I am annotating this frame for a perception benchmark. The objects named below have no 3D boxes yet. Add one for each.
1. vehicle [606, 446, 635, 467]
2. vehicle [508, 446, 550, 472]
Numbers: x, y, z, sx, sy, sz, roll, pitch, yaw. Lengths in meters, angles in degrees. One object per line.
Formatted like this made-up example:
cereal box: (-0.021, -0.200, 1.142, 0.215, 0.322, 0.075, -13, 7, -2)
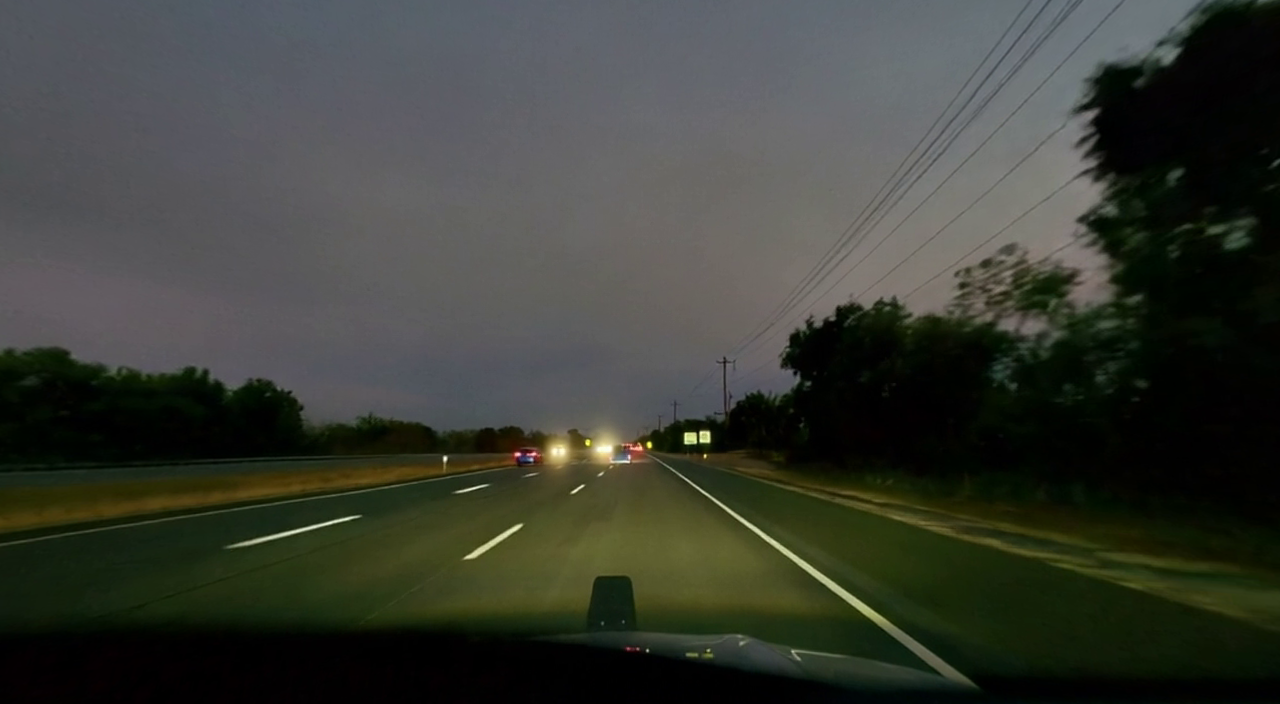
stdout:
vehicle: (-1.418, 7.791, 47.047, 1.968, 1.462, 3.937, 0, -9, 1)
vehicle: (-6.878, 6.673, 39.451, 1.911, 1.491, 3.624, 0, -9, 2)
